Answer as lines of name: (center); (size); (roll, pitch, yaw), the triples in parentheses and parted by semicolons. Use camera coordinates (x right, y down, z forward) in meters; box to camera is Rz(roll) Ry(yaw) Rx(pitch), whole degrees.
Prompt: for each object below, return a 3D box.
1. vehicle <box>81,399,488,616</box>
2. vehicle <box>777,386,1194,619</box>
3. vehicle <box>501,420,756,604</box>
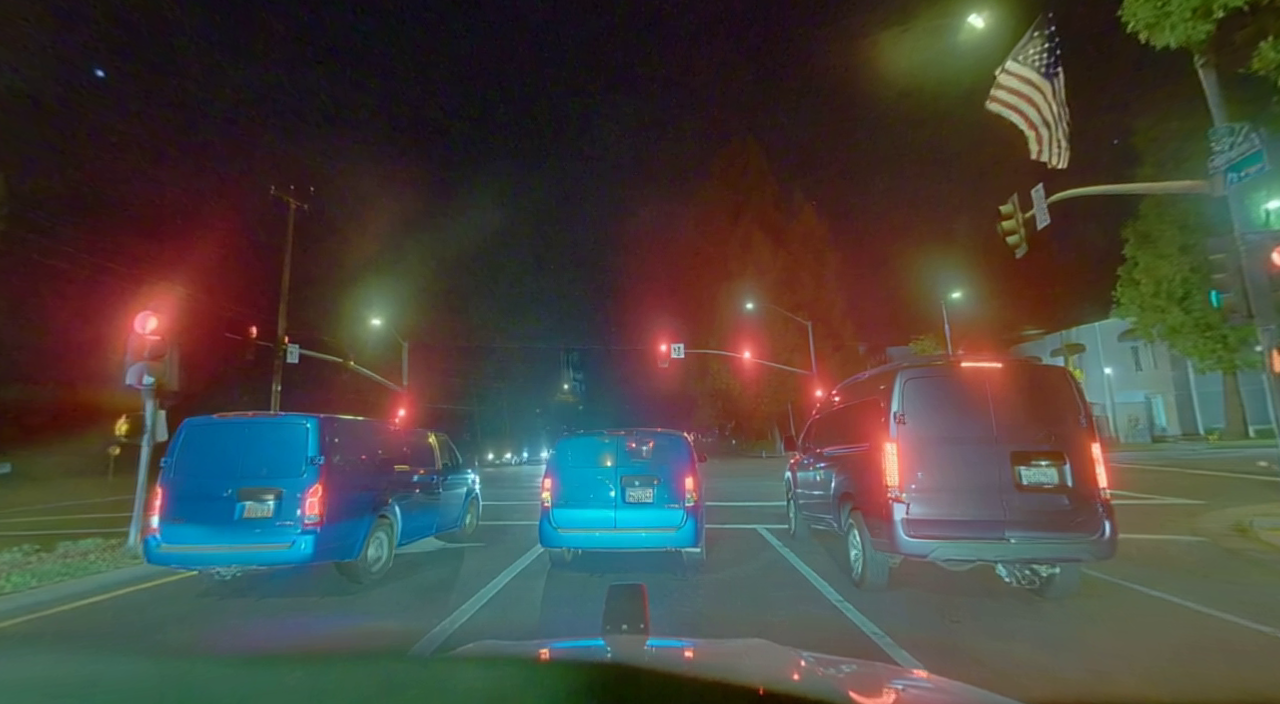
vehicle: (-3.310, 1.522, 7.040); (2.024, 1.677, 3.998); (-1, -9, 3)
vehicle: (3.090, 1.465, 7.034); (2.178, 1.746, 4.400); (0, -9, 1)
vehicle: (-0.143, 1.632, 7.326); (2.098, 1.494, 4.118); (0, -9, -1)
